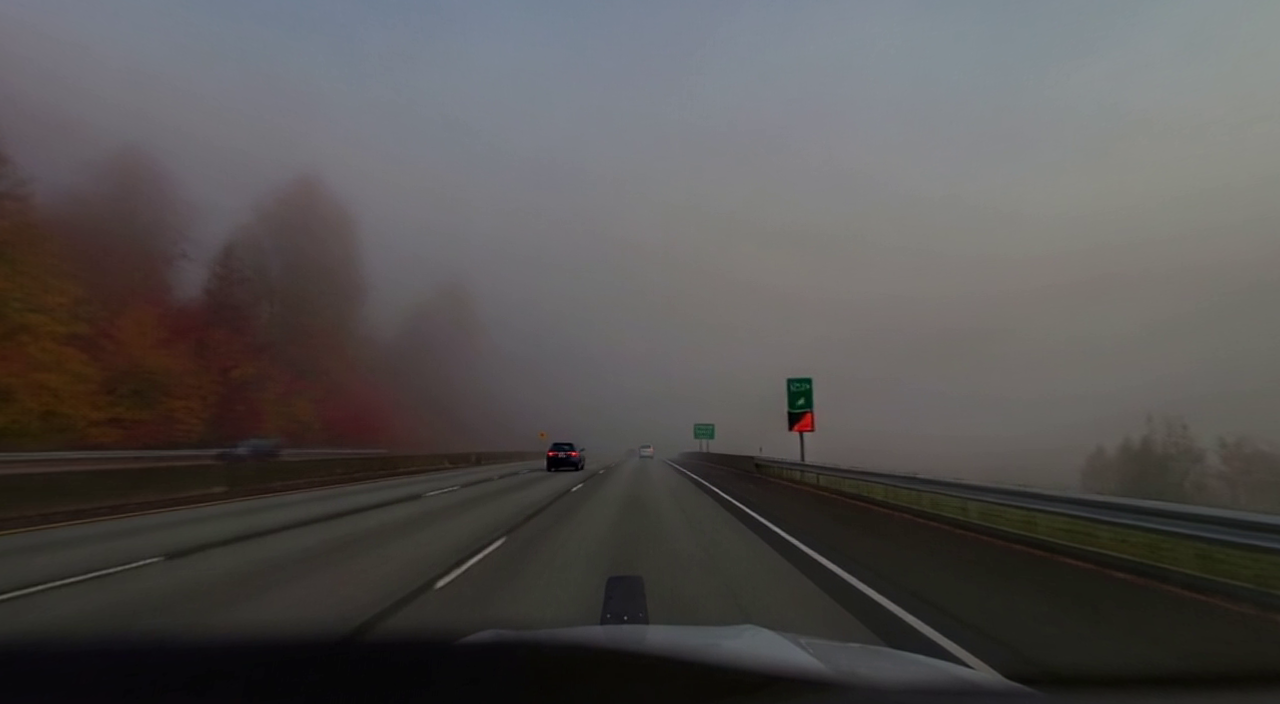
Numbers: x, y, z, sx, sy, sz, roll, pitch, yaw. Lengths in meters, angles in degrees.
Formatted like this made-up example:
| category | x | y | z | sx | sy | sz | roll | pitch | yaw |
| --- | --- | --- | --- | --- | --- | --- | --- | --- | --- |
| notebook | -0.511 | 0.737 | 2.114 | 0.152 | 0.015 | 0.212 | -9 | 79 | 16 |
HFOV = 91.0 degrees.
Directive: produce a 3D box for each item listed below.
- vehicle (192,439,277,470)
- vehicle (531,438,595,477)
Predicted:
| category | x | y | z | sx | sy | sz | roll | pitch | yaw |
| --- | --- | --- | --- | --- | --- | --- | --- | --- | --- |
| vehicle | -24.000 | 6.061 | 37.481 | 2.016 | 1.705 | 4.790 | 0 | -8 | -2 |
| vehicle | -3.358 | 4.703 | 28.419 | 2.061 | 1.572 | 4.814 | 0 | -8 | 3 |
